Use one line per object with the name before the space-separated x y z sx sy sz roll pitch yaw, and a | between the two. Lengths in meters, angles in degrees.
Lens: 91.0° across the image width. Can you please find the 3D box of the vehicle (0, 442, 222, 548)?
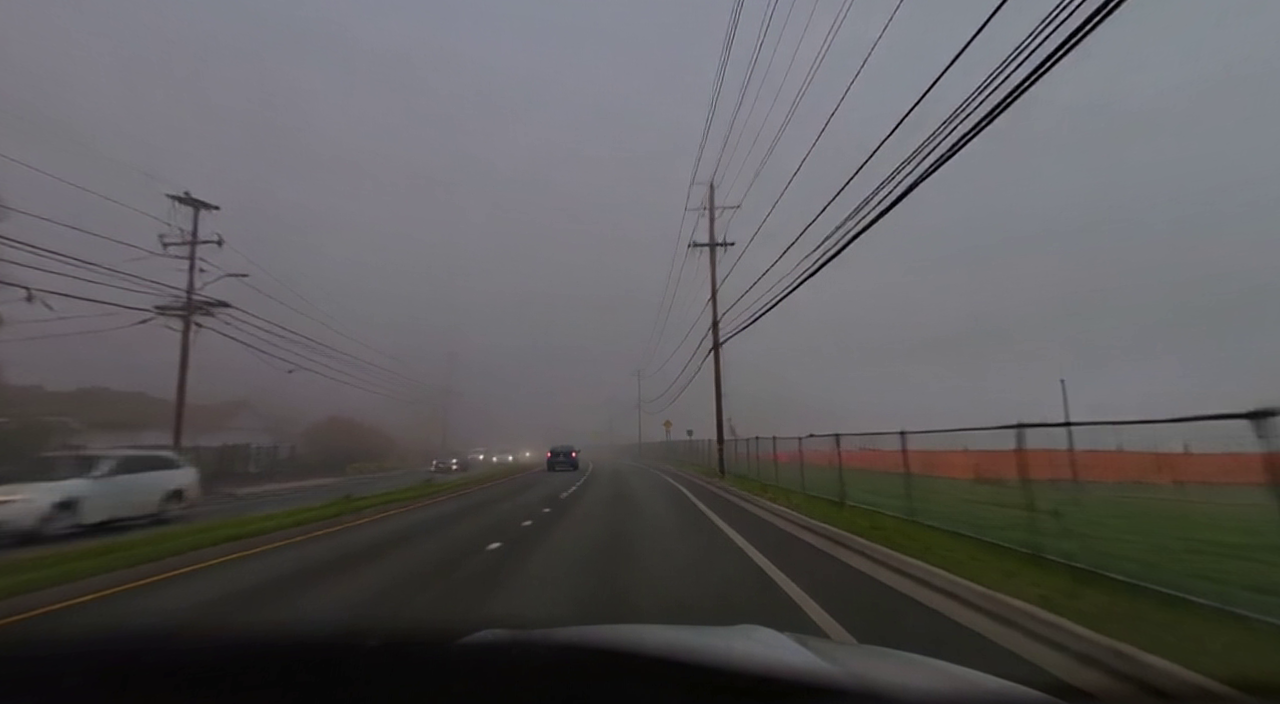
vehicle | -10.525 2.619 12.258 1.954 1.690 4.080 1 -9 -1

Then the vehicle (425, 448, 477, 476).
vehicle | -11.120 6.459 37.315 1.911 1.508 4.448 1 -9 -3

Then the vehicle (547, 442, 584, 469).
vehicle | -4.583 6.440 39.327 1.992 1.515 4.289 1 -9 -3
